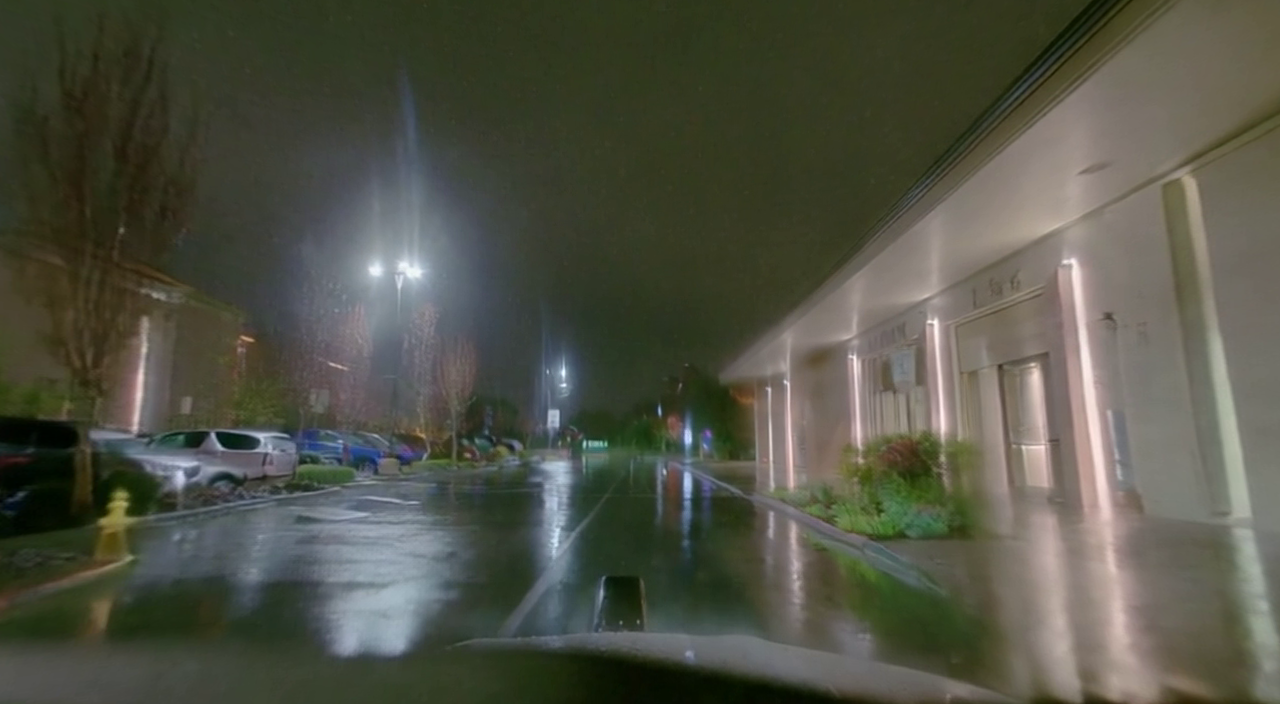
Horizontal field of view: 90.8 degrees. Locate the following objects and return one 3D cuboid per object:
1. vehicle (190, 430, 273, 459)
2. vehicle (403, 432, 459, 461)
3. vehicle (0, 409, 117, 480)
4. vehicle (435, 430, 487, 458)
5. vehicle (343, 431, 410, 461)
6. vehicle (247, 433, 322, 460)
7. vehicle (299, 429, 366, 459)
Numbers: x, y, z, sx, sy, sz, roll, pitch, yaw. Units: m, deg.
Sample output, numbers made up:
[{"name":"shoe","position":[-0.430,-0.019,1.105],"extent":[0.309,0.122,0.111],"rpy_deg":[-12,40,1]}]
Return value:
[{"name":"vehicle","position":[-23.624,5.370,36.740],"extent":[1.773,1.498,4.085],"rpy_deg":[3,-8,6]},{"name":"vehicle","position":[-12.241,5.564,37.273],"extent":[1.892,1.597,4.259],"rpy_deg":[0,-8,-1]},{"name":"vehicle","position":[-18.369,2.715,18.543],"extent":[1.972,1.923,4.535],"rpy_deg":[0,-8,1]},{"name":"vehicle","position":[-12.117,6.289,43.197],"extent":[2.058,1.832,5.009],"rpy_deg":[0,-8,0]},{"name":"vehicle","position":[-15.281,5.480,36.867],"extent":[1.928,1.613,4.197],"rpy_deg":[0,-8,3]},{"name":"vehicle","position":[-20.640,5.494,36.827],"extent":[1.909,1.474,3.908],"rpy_deg":[0,-8,3]},{"name":"vehicle","position":[-18.068,5.477,37.315],"extent":[1.902,1.645,3.903],"rpy_deg":[0,-9,1]}]
